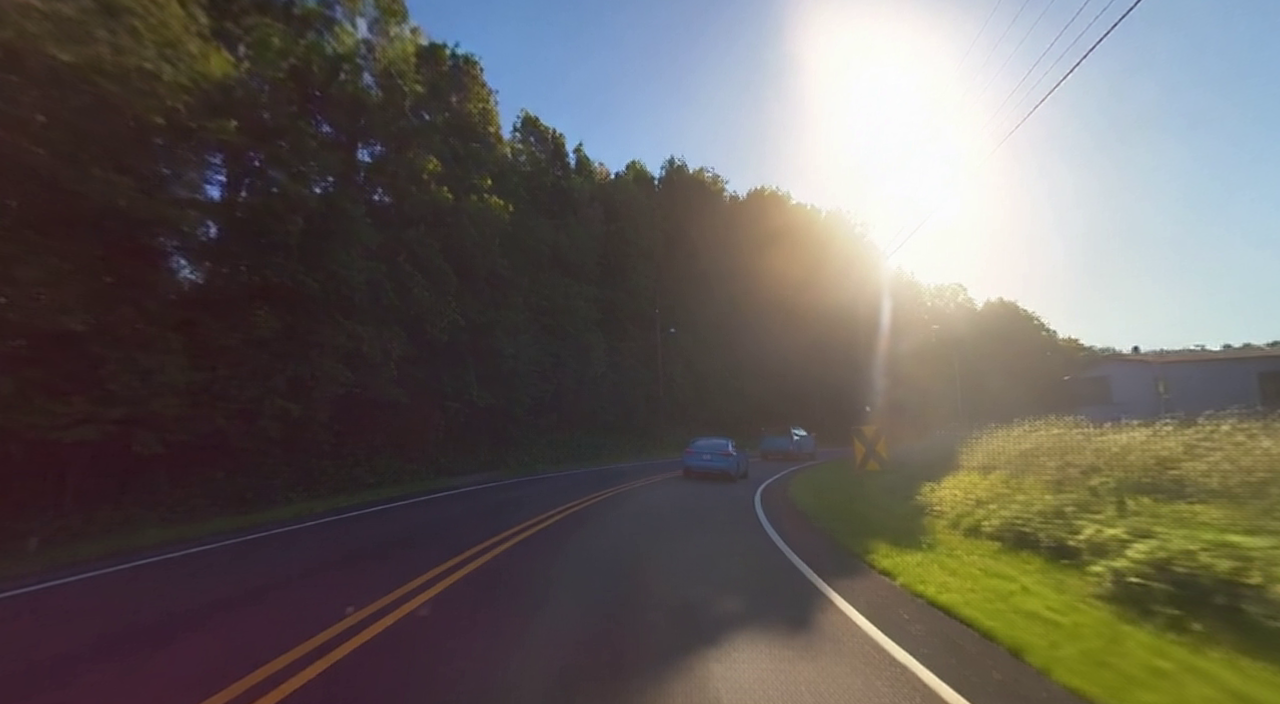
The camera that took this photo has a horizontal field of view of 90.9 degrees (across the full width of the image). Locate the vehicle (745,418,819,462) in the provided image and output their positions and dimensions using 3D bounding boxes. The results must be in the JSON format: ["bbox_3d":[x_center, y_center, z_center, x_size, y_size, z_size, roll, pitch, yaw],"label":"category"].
[{"bbox_3d":[7.893,4.824,34.469,2.376,2.145,5.953,-5,-9,28],"label":"vehicle"}]

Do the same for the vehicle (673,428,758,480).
[{"bbox_3d":[2.714,3.489,21.734,2.157,1.565,4.243,-3,-9,17],"label":"vehicle"}]
